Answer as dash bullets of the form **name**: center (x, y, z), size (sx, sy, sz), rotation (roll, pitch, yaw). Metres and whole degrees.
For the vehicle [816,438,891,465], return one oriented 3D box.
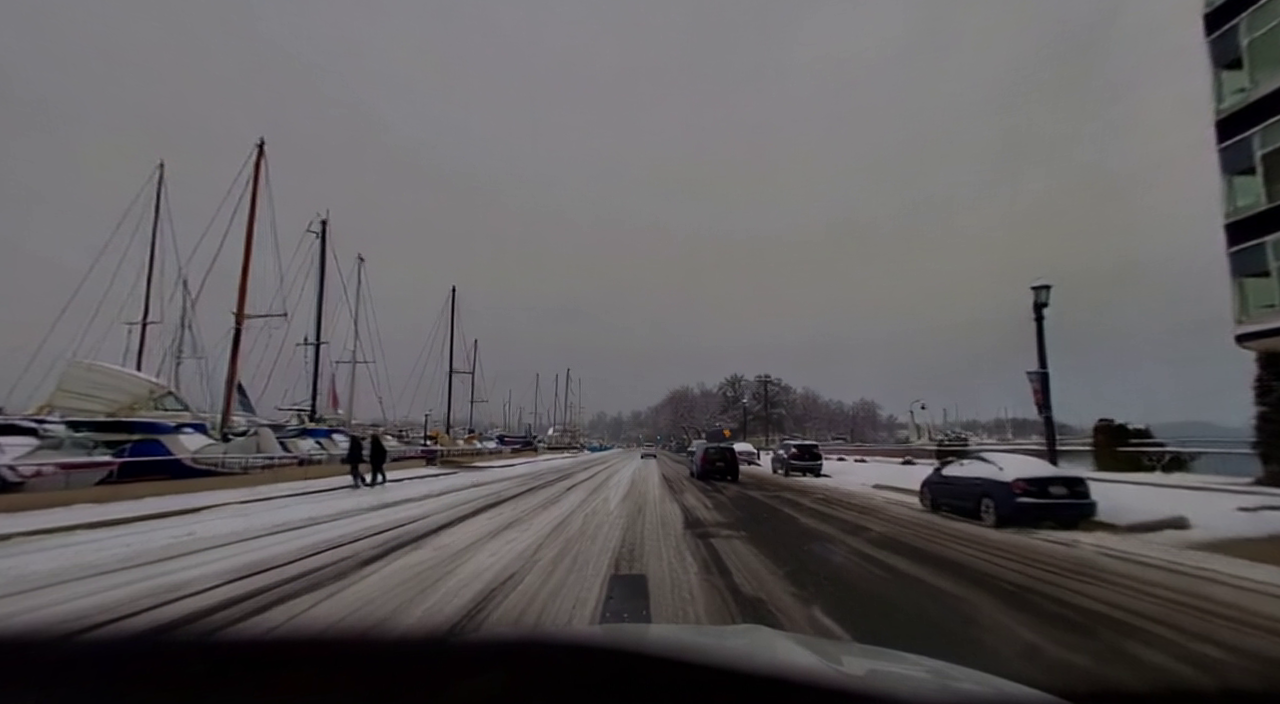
- **vehicle**: center (14.821, 6.900, 43.852), size (4.406, 1.783, 2.020), rotation (1, -8, -4)

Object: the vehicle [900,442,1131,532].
- **vehicle**: center (7.450, 2.683, 13.199), size (2.112, 1.514, 4.371), rotation (-1, -9, 0)

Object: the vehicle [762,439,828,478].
- **vehicle**: center (7.464, 5.158, 30.826), size (2.029, 1.750, 4.825), rotation (-1, -9, 0)

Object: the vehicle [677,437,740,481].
- **vehicle**: center (2.700, 4.339, 25.789), size (2.047, 1.640, 4.051), rotation (0, -9, -1)
